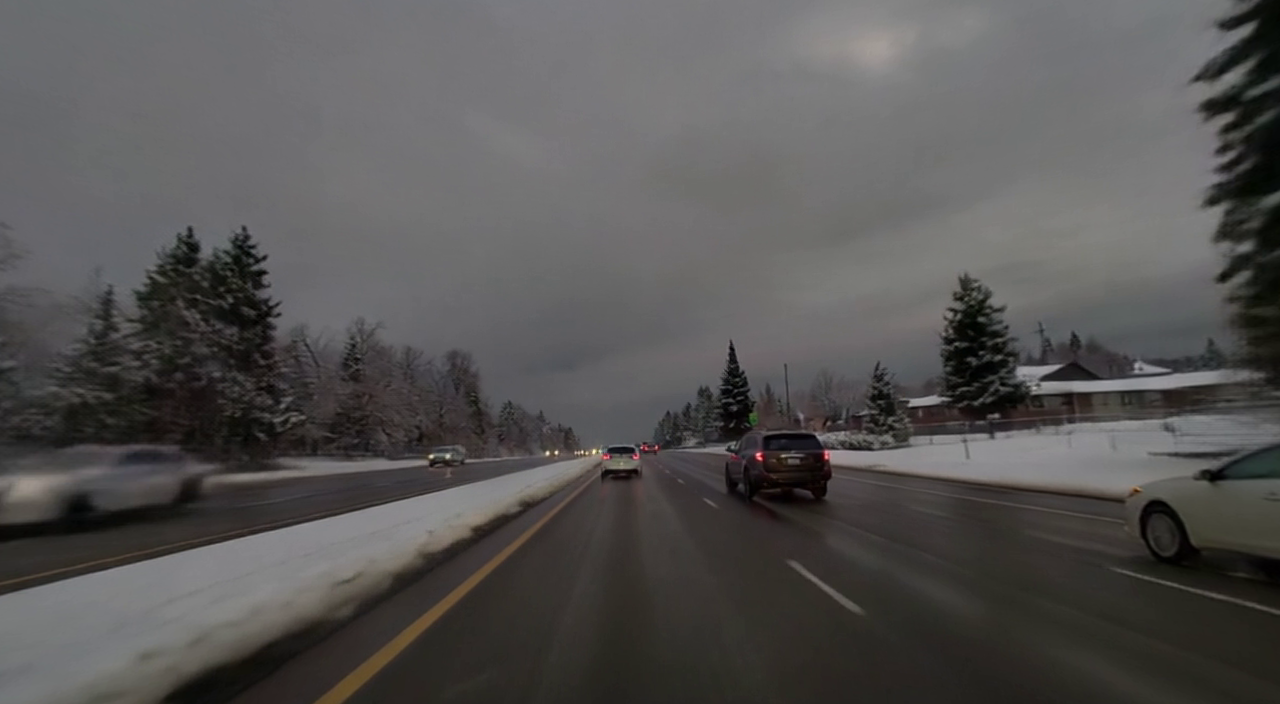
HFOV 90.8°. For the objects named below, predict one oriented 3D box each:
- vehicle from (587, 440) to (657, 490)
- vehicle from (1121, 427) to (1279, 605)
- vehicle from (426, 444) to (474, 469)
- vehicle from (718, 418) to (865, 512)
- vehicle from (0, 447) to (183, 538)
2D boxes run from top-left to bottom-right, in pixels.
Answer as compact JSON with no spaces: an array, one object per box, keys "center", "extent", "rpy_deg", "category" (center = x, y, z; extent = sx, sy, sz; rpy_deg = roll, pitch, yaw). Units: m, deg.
[{"center":[-0.540,3.585,20.448],"extent":[2.040,1.451,3.736],"rpy_deg":[0,-8,0],"category":"vehicle"},{"center":[6.556,1.259,4.550],"extent":[2.434,1.467,4.726],"rpy_deg":[0,-8,-1],"category":"vehicle"},{"center":[-14.542,8.025,48.678],"extent":[2.178,1.793,4.921],"rpy_deg":[0,-8,0],"category":"vehicle"},{"center":[3.288,2.576,14.848],"extent":[2.186,1.842,4.553],"rpy_deg":[0,-8,-2],"category":"vehicle"},{"center":[-11.464,2.569,12.151],"extent":[2.022,1.447,4.427],"rpy_deg":[0,-8,0],"category":"vehicle"}]
